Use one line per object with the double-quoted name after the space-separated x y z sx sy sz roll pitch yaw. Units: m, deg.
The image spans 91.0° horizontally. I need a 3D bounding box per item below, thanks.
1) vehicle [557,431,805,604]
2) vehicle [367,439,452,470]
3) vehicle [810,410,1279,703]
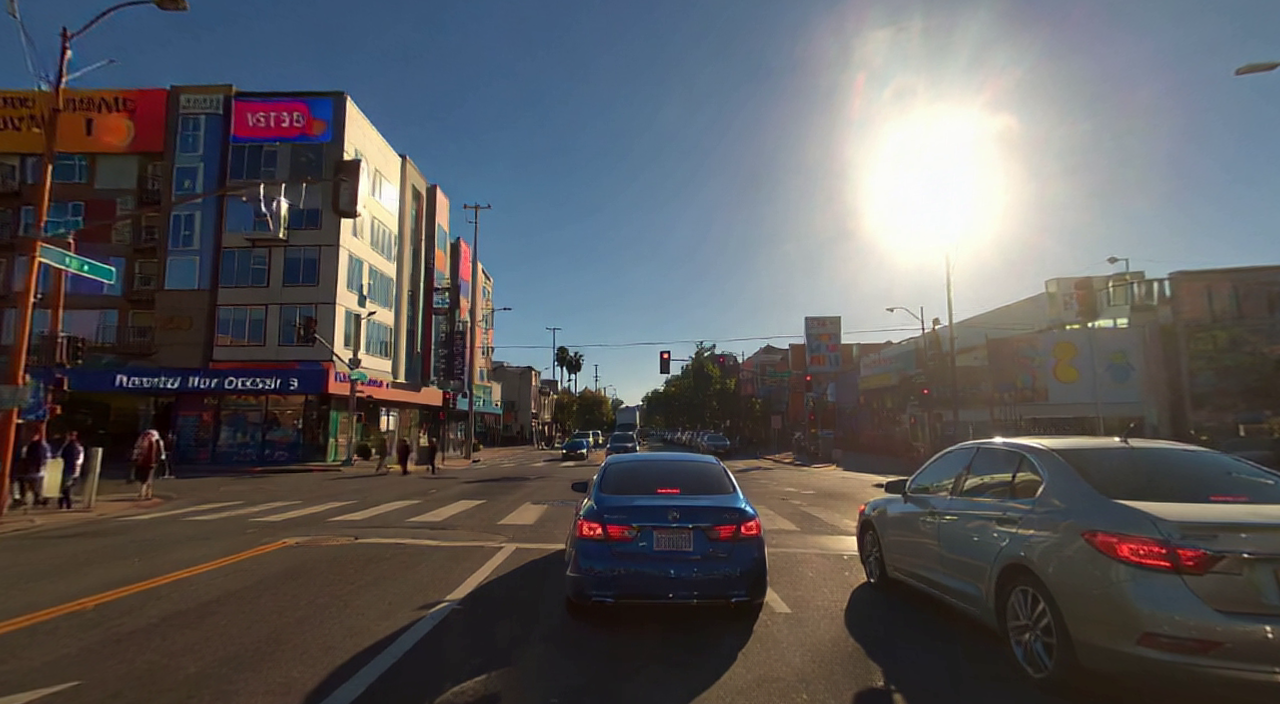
0.286 1.729 7.522 2.132 1.464 4.089 0 -8 -2 "vehicle"
-12.867 5.716 35.271 2.030 1.596 3.912 -7 -11 40 "vehicle"
2.814 1.292 4.567 1.961 1.498 4.356 0 -8 0 "vehicle"
